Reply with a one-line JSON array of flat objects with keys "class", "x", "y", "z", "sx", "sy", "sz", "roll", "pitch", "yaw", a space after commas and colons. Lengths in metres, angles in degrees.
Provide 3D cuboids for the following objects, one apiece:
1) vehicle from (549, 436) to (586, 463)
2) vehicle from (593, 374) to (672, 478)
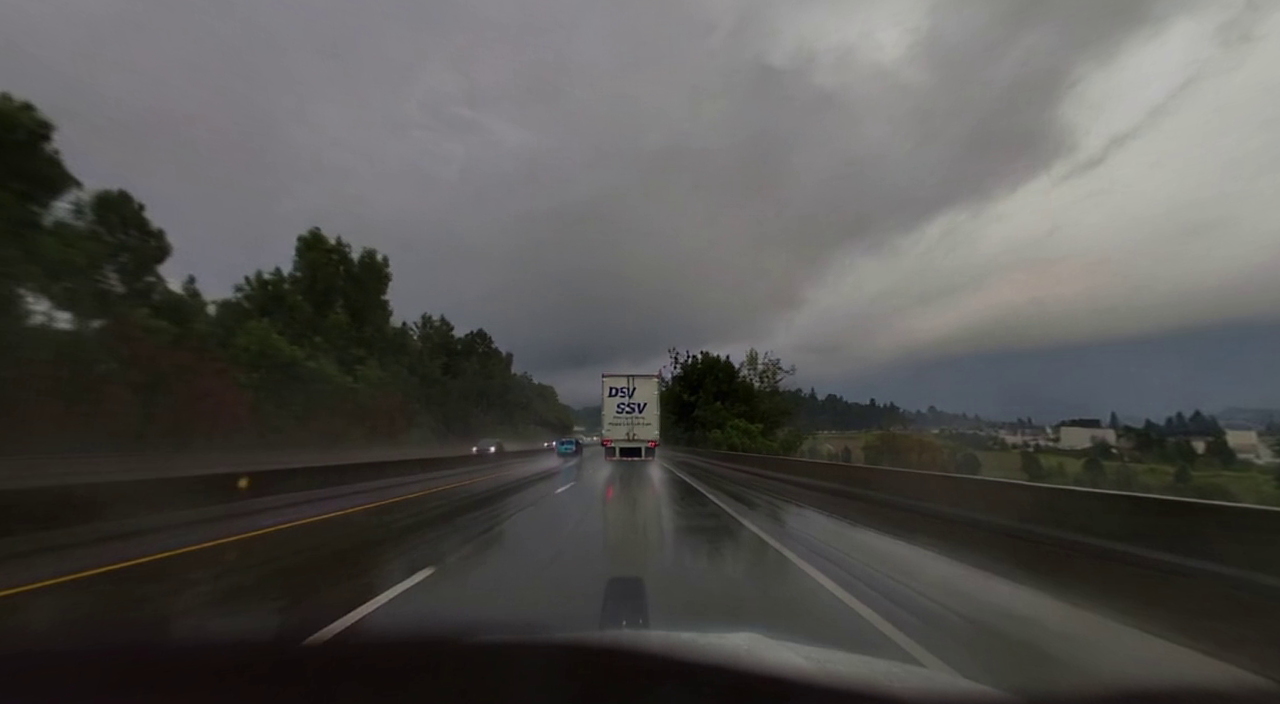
[{"class": "vehicle", "x": -5.085, "y": 6.889, "z": 44.648, "sx": 2.086, "sy": 1.778, "sz": 4.544, "roll": 0, "pitch": -8, "yaw": 0}, {"class": "vehicle", "x": -0.397, "y": 3.517, "z": 29.036, "sx": 2.969, "sy": 3.957, "sz": 10.270, "roll": 0, "pitch": -8, "yaw": -1}]
